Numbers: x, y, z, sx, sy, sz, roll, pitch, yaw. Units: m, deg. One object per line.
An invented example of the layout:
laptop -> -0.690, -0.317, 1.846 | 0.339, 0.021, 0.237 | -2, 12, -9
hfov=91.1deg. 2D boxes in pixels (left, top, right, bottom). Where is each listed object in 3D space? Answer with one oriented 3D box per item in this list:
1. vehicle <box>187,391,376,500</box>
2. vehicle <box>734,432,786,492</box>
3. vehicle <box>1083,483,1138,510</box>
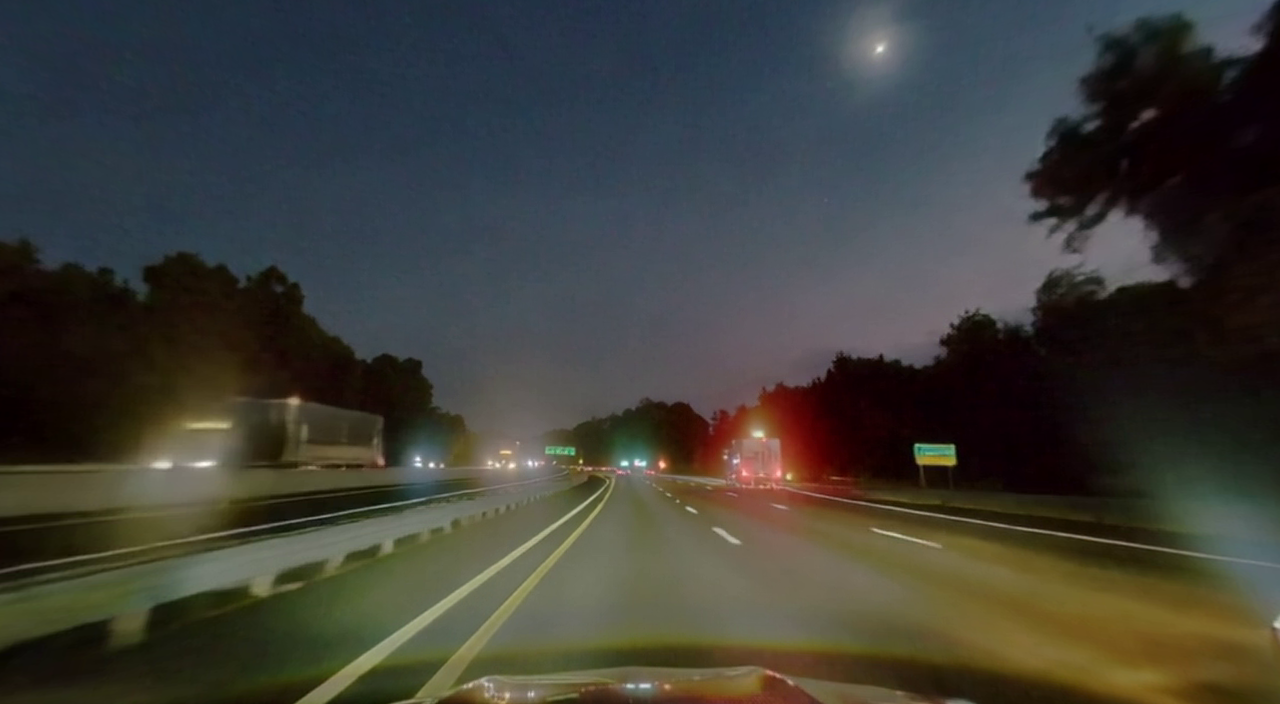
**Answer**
vehicle -> -13.881, 3.911, 25.479 | 2.965, 3.646, 8.166 | 1, -11, -2
vehicle -> 7.771, 7.231, 41.279 | 2.282, 3.633, 4.740 | 1, -10, -2
vehicle -> 29.295, 8.979, 39.230 | 1.701, 1.471, 3.592 | -3, -11, 21
